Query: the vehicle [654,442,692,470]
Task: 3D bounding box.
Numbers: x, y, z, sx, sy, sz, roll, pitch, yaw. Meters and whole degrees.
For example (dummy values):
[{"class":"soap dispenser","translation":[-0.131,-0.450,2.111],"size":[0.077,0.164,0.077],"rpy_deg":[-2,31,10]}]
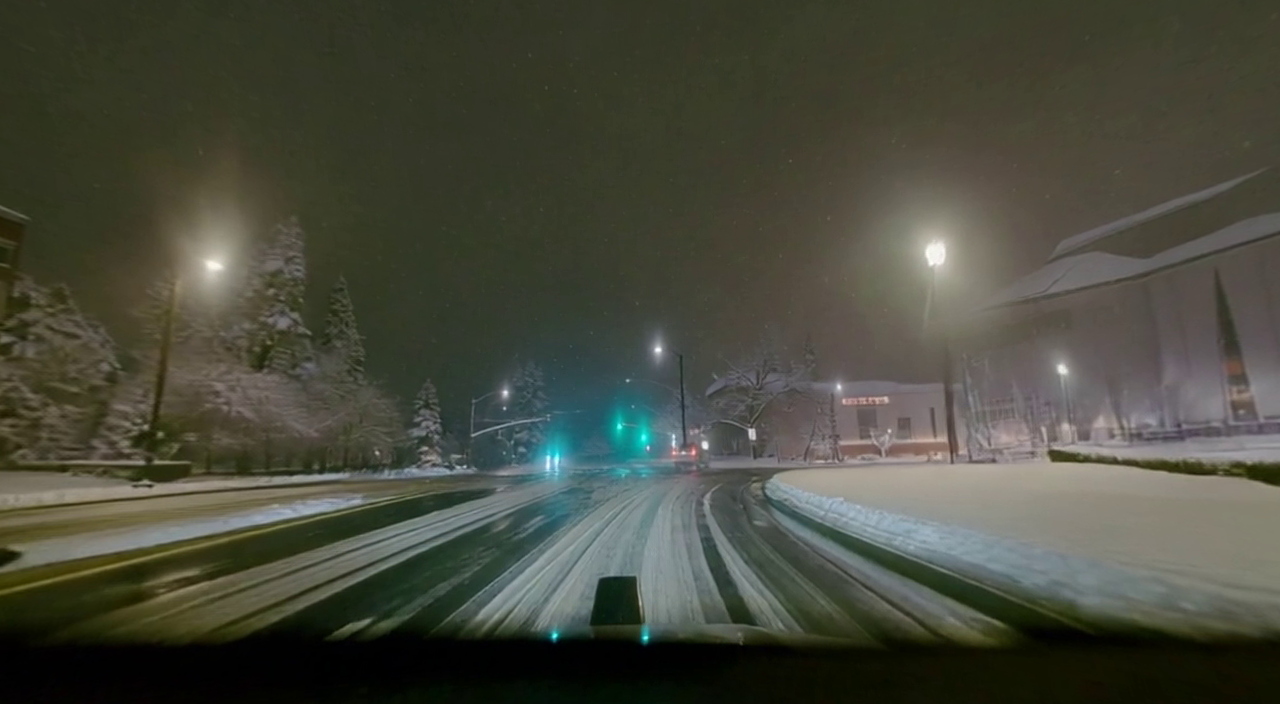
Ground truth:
[{"class":"vehicle","translation":[2.339,7.124,43.503],"size":[2.370,1.781,4.440],"rpy_deg":[-1,-8,6]}]
